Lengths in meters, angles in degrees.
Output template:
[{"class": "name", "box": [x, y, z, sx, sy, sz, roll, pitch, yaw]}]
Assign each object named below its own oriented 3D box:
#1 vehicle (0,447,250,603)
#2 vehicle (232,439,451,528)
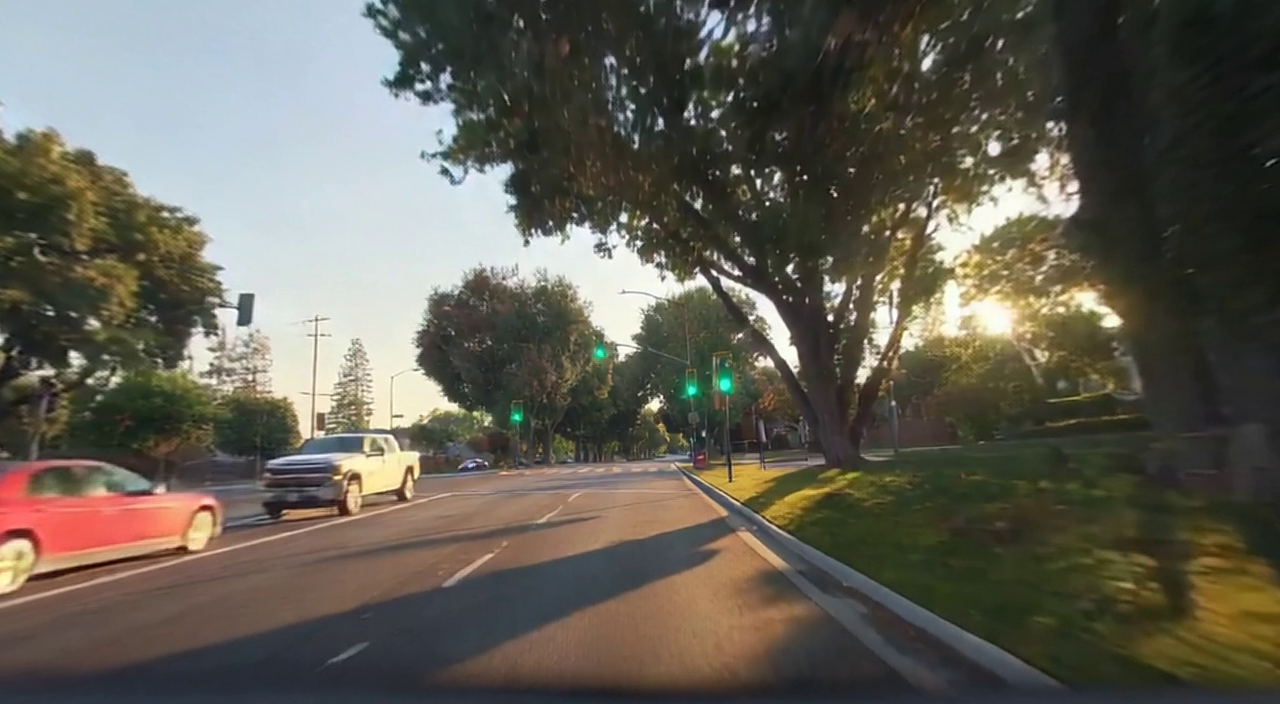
[{"class": "vehicle", "box": [-7.197, 1.921, 7.648, 1.968, 1.485, 4.558, -1, -8, 1]}, {"class": "vehicle", "box": [-7.038, 3.156, 16.136, 2.308, 1.755, 6.571, -1, -8, 1]}]
